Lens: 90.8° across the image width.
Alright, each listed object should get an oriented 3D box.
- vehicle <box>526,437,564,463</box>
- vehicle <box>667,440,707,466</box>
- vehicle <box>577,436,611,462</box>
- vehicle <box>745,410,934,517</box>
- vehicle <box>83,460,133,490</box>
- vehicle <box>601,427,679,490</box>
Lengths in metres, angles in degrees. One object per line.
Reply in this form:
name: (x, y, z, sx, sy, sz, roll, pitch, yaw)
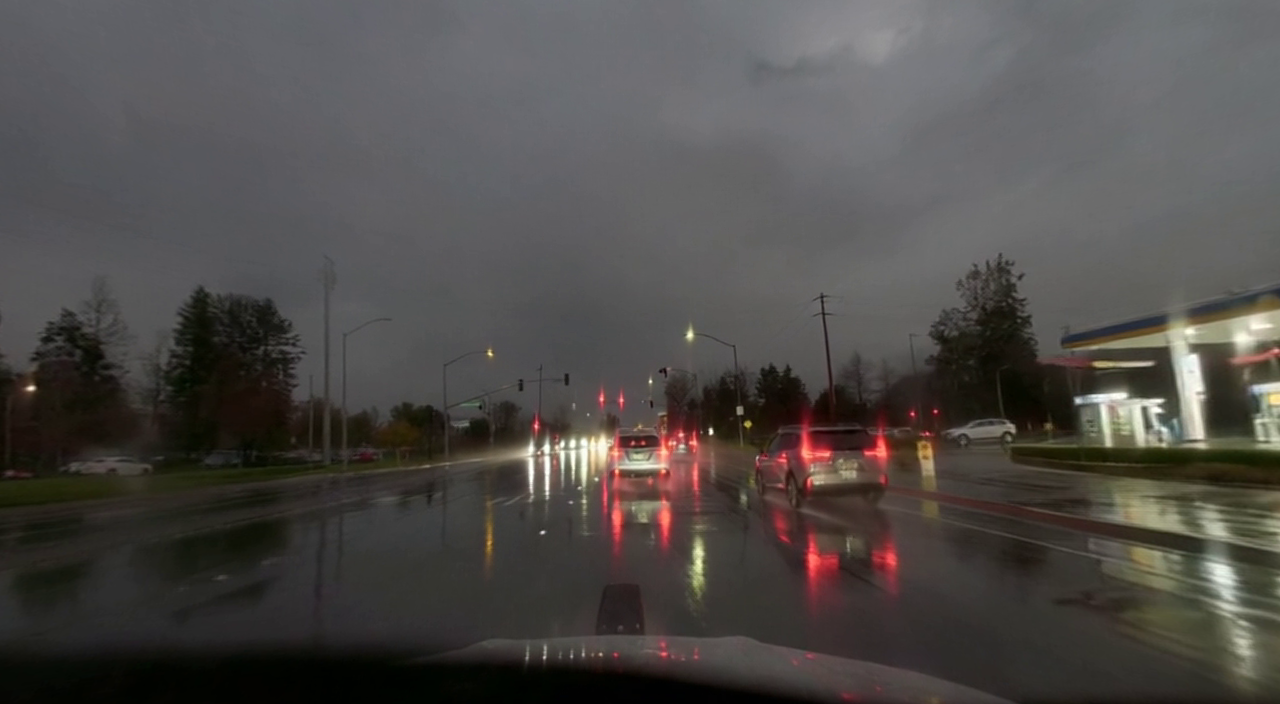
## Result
vehicle: (-6.656, 6.902, 44.665, 1.994, 1.695, 4.471, 0, -8, 0)
vehicle: (2.555, 5.577, 34.910, 1.822, 1.331, 3.583, 0, -8, -2)
vehicle: (-3.269, 6.915, 45.294, 2.155, 1.745, 4.248, 0, -8, 0)
vehicle: (3.811, 2.254, 13.294, 2.116, 1.791, 5.006, 0, -8, -3)
vehicle: (-30.651, 7.031, 36.414, 1.948, 1.452, 4.370, 7, -11, -39)
vehicle: (-0.082, 3.239, 19.527, 2.164, 1.718, 3.881, 0, -8, -2)
